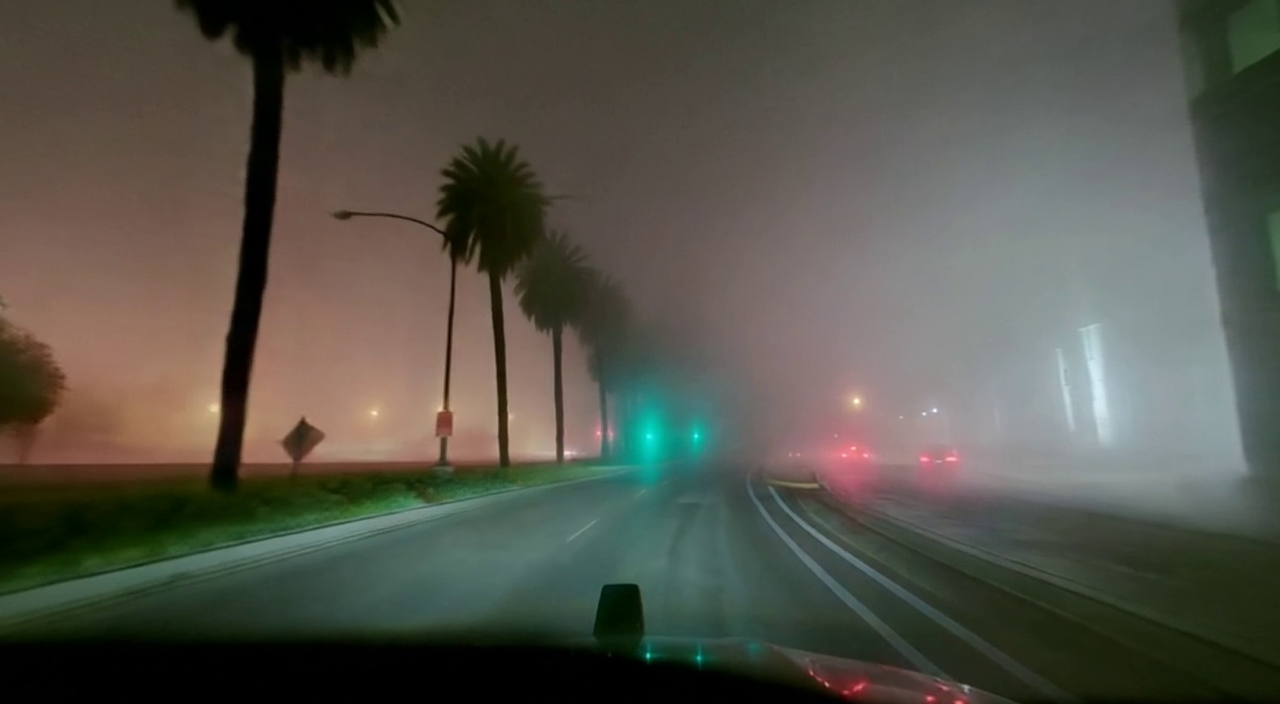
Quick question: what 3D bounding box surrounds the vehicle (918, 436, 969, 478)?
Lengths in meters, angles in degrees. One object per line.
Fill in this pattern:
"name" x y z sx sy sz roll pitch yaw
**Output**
"vehicle" 17.666 6.128 36.771 2.219 2.342 1.744 -1 -10 13
